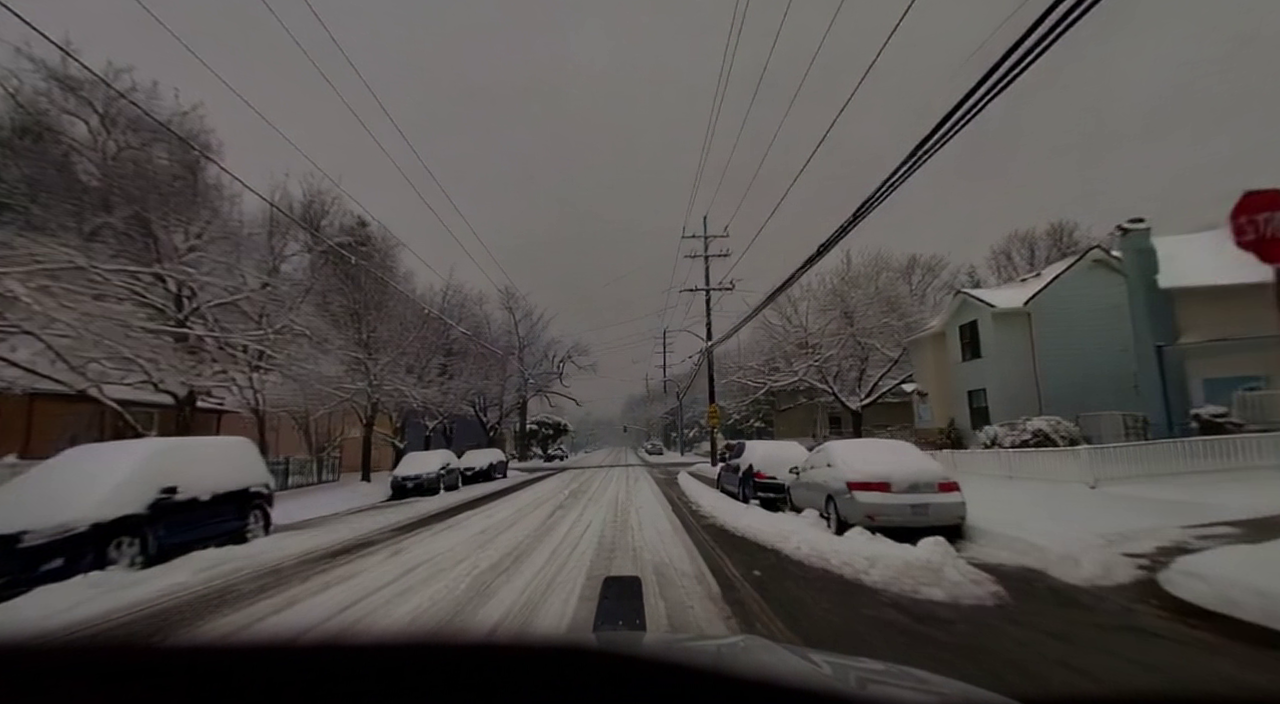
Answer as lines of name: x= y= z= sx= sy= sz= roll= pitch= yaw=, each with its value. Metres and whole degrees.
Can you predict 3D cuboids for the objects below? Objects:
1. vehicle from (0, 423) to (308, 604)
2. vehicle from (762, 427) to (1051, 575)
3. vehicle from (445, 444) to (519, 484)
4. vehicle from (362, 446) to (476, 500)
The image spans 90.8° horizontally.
vehicle: x=-6.567 y=1.884 z=8.360 sx=1.896 sy=1.703 sz=4.586 roll=0 pitch=-9 yaw=-1
vehicle: x=3.353 y=1.985 z=9.453 sx=1.963 sy=1.536 sz=5.446 roll=0 pitch=-9 yaw=0
vehicle: x=-6.616 y=4.728 z=26.922 sx=2.026 sy=1.560 sz=4.062 roll=0 pitch=-9 yaw=1
vehicle: x=-6.845 y=3.770 z=20.184 sx=2.056 sy=1.481 sz=4.451 roll=0 pitch=-9 yaw=0
